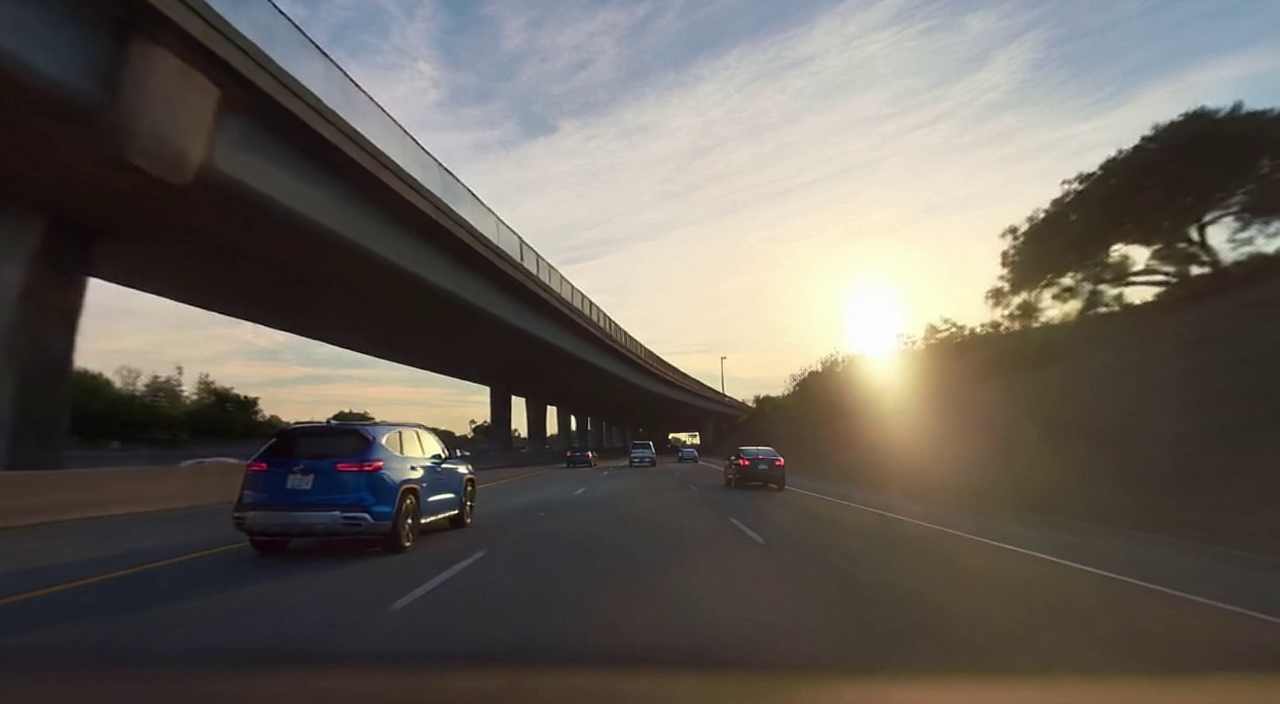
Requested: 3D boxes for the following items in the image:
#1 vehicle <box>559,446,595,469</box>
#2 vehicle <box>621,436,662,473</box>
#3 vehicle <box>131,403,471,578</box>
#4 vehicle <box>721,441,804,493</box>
[{"bbox_3d":[-4.267,7.170,43.131,1.994,1.475,4.171,0,-9,1],"label":"vehicle"},{"bbox_3d":[0.084,5.664,34.935,2.155,1.909,4.529,0,-9,0],"label":"vehicle"},{"bbox_3d":[-4.046,1.744,8.697,2.089,1.751,4.515,0,-9,1],"label":"vehicle"},{"bbox_3d":[3.907,3.729,20.751,1.959,1.554,3.795,0,-9,0],"label":"vehicle"}]
